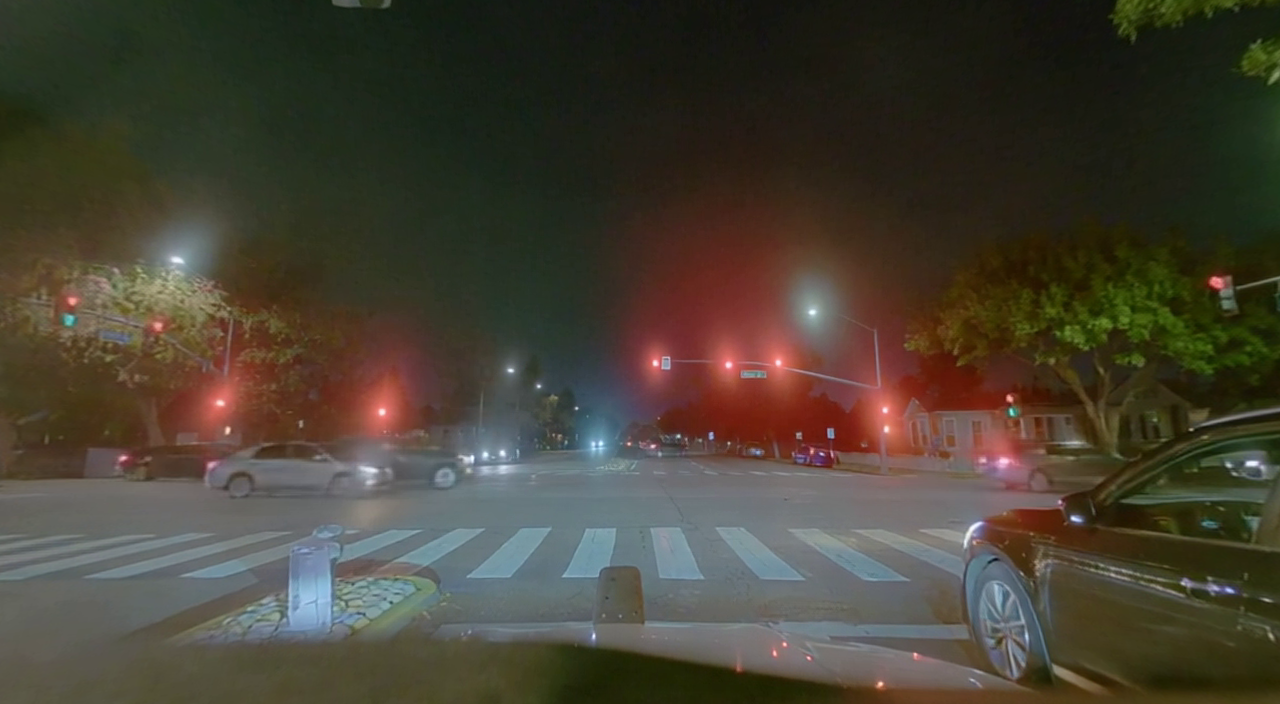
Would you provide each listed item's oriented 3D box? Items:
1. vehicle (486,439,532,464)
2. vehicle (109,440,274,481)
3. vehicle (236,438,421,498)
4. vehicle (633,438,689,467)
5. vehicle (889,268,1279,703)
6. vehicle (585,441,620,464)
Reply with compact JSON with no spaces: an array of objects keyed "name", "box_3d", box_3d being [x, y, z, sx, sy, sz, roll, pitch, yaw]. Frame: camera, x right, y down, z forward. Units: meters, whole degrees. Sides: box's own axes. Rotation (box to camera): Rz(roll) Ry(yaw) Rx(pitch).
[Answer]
[{"name":"vehicle","box_3d":[-8.979,6.862,43.657,2.028,1.654,5.027,0,-9,1]},{"name":"vehicle","box_3d":[-17.027,4.132,24.254,4.689,1.490,1.920,2,-9,-10]},{"name":"vehicle","box_3d":[-8.115,3.042,16.758,3.894,1.487,1.863,0,-8,-1]},{"name":"vehicle","box_3d":[1.384,6.124,38.726,2.130,1.633,4.532,-3,-9,20]},{"name":"vehicle","box_3d":[2.709,0.705,1.728,2.085,1.800,4.908,0,-9,1]},{"name":"vehicle","box_3d":[-2.456,6.715,42.321,2.046,1.491,4.118,0,-8,0]}]
